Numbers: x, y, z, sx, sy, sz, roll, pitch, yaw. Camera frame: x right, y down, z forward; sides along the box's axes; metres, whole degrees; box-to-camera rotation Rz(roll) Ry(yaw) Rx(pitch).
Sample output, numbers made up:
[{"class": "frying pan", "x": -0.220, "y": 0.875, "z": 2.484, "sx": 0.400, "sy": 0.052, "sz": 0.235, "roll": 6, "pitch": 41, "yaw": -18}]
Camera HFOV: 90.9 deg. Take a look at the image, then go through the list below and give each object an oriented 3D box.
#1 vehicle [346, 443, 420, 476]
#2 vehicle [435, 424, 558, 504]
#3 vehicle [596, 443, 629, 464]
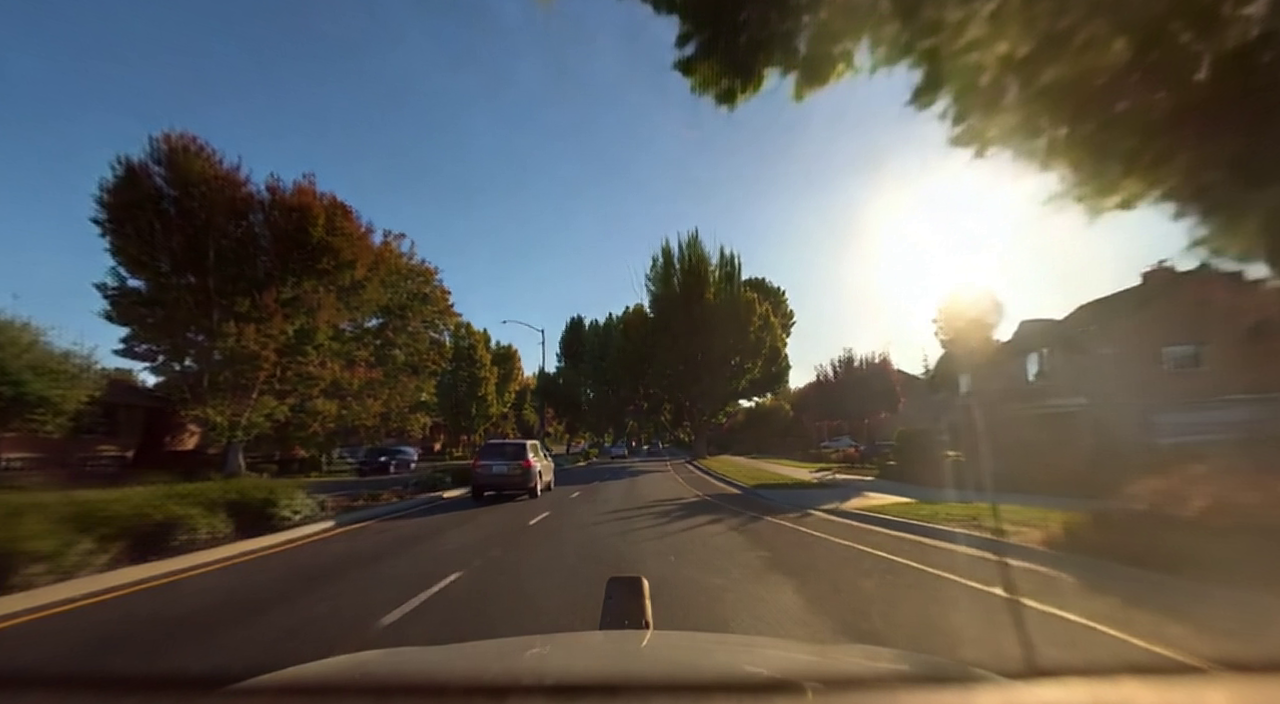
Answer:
[{"class": "vehicle", "x": -14.150, "y": 5.924, "z": 35.056, "sx": 2.063, "sy": 1.715, "sz": 4.650, "roll": 0, "pitch": -8, "yaw": 1}, {"class": "vehicle", "x": -3.503, "y": 2.828, "z": 16.360, "sx": 2.073, "sy": 1.770, "sz": 4.302, "roll": 0, "pitch": -8, "yaw": 2}, {"class": "vehicle", "x": -2.024, "y": 7.746, "z": 48.294, "sx": 2.119, "sy": 1.494, "sz": 4.624, "roll": 0, "pitch": -8, "yaw": 2}]
